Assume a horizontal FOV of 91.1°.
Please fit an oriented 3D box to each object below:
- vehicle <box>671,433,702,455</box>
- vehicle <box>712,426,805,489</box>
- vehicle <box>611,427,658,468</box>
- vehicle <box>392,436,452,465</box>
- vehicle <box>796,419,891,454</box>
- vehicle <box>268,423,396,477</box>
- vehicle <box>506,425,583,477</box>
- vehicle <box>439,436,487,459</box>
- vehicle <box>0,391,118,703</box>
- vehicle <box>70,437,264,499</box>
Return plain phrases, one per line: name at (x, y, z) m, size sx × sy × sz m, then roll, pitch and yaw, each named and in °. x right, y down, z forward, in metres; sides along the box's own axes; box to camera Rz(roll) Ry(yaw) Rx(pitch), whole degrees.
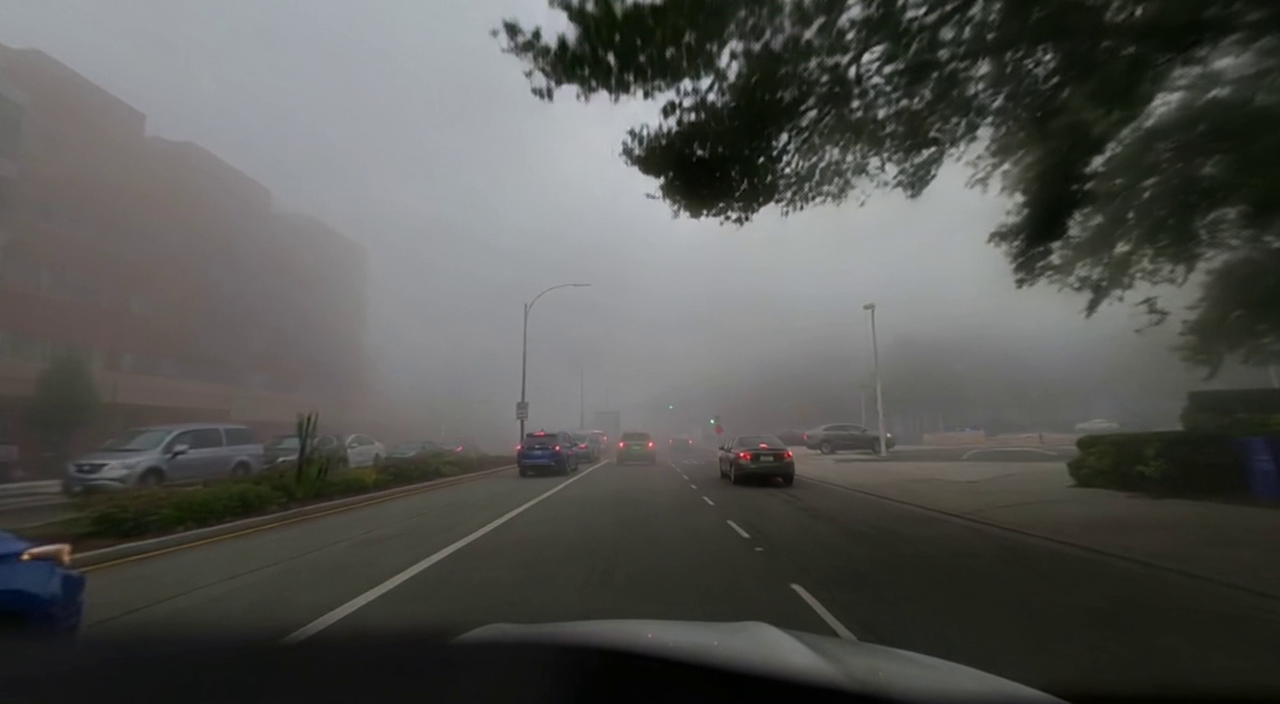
vehicle at (3.296, 6.614, 45.174) m, size 1.948 × 1.475 × 4.093 m, roll 0°, pitch -8°, yaw 0°
vehicle at (3.222, 2.960, 17.868) m, size 1.847 × 1.554 × 3.885 m, roll 0°, pitch -8°, yaw 0°
vehicle at (-0.197, 4.365, 28.757) m, size 2.022 × 1.700 × 4.084 m, roll 0°, pitch -8°, yaw 1°
vehicle at (-12.339, 5.617, 35.834) m, size 1.843 × 1.509 × 4.301 m, roll 0°, pitch -8°, yaw 1°
vehicle at (12.289, 5.142, 38.070) m, size 4.991 × 1.978 × 2.090 m, roll -8°, pitch -12°, yaw 43°
vehicle at (-12.222, 3.953, 25.489) m, size 2.245 × 1.908 × 5.613 m, roll 0°, pitch -8°, yaw 1°
vehicle at (-3.408, 3.631, 23.222) m, size 2.047 × 1.710 × 4.314 m, roll 0°, pitch -8°, yaw 2°
vehicle at (-12.162, 6.624, 43.469) m, size 1.924 × 1.511 × 4.640 m, roll 0°, pitch -8°, yaw 0°
vehicle at (-3.389, 0.622, 0.481) m, size 2.094 × 1.483 × 4.510 m, roll 0°, pitch -8°, yaw 0°
vehicle at (-12.577, 3.090, 17.147) m, size 1.824 × 1.447 × 4.442 m, roll 0°, pitch -8°, yaw 0°
